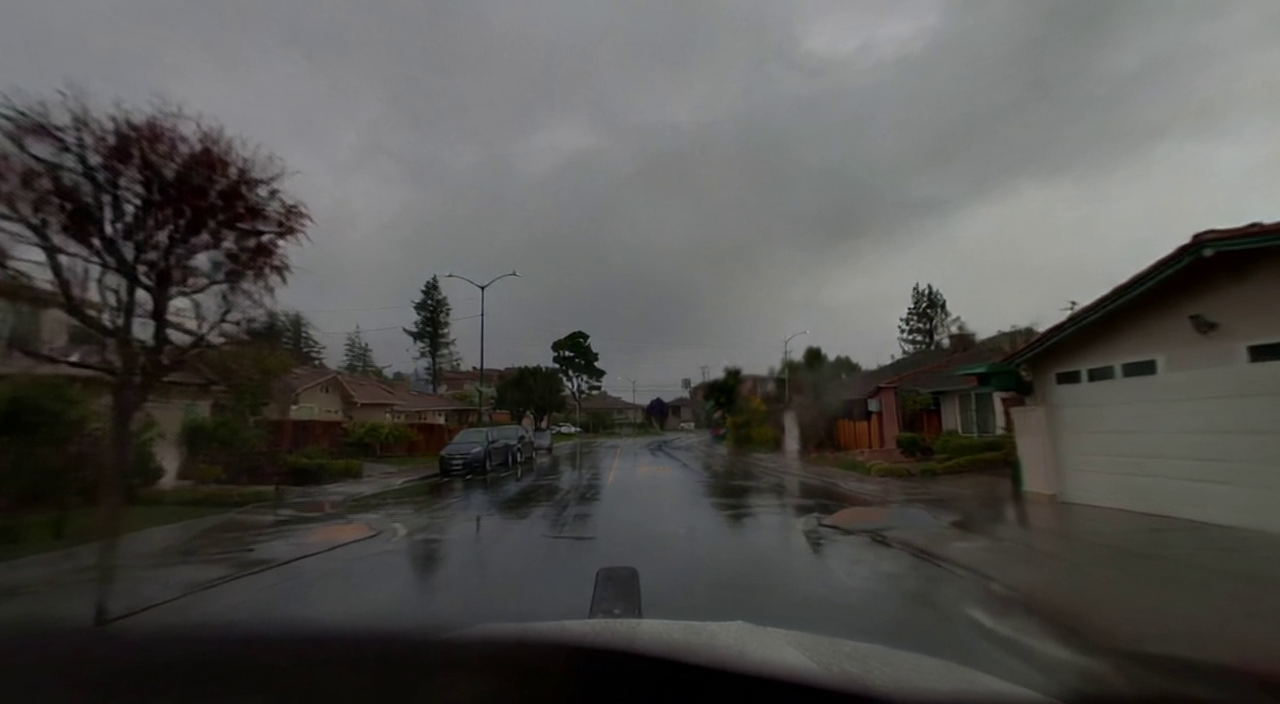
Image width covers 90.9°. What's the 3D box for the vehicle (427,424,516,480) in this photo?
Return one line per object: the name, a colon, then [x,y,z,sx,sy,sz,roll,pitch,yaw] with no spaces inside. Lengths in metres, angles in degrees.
vehicle: [-5.838,3.504,22.417,2.147,1.780,4.165,0,-8,-2]
